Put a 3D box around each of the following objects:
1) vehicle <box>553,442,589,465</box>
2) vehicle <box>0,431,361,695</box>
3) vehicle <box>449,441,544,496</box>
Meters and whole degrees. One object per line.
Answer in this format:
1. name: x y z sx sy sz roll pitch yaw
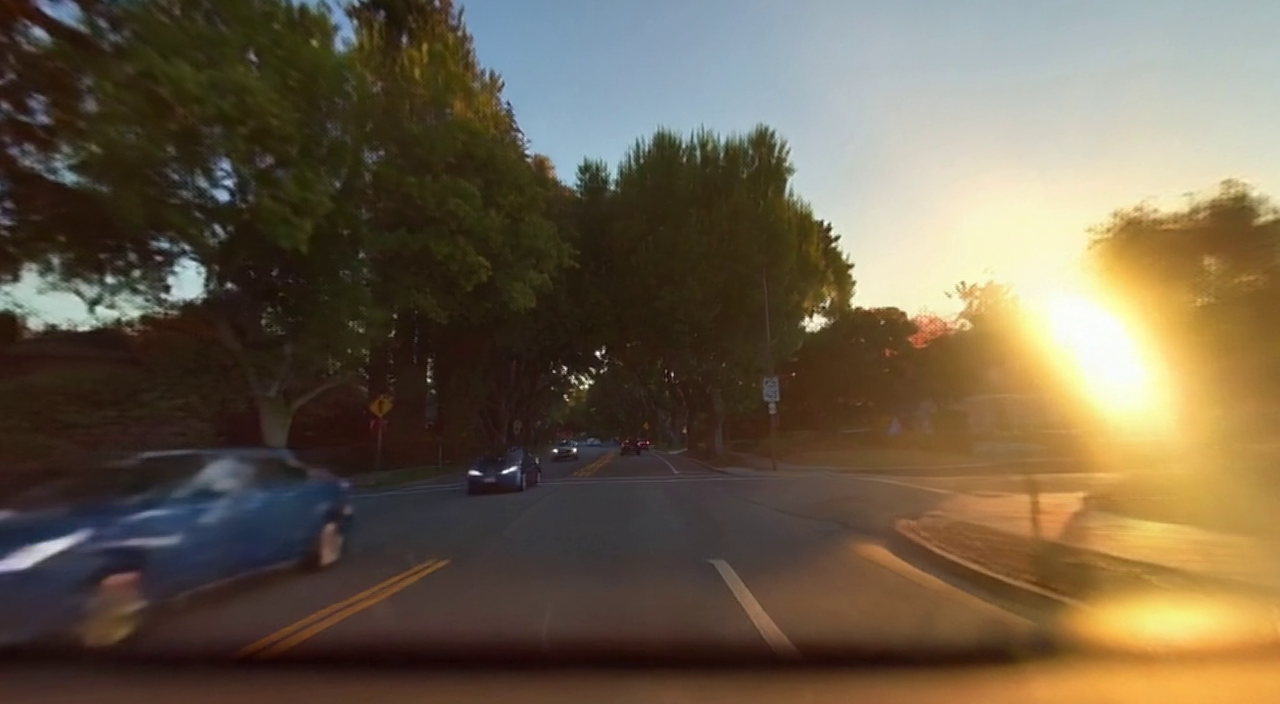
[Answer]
1. vehicle: -4.706 6.948 43.329 1.938 1.519 4.227 0 -8 0
2. vehicle: -4.476 1.518 5.797 1.862 1.491 4.266 0 -8 0
3. vehicle: -4.381 3.588 19.940 1.979 1.532 4.212 0 -8 0
